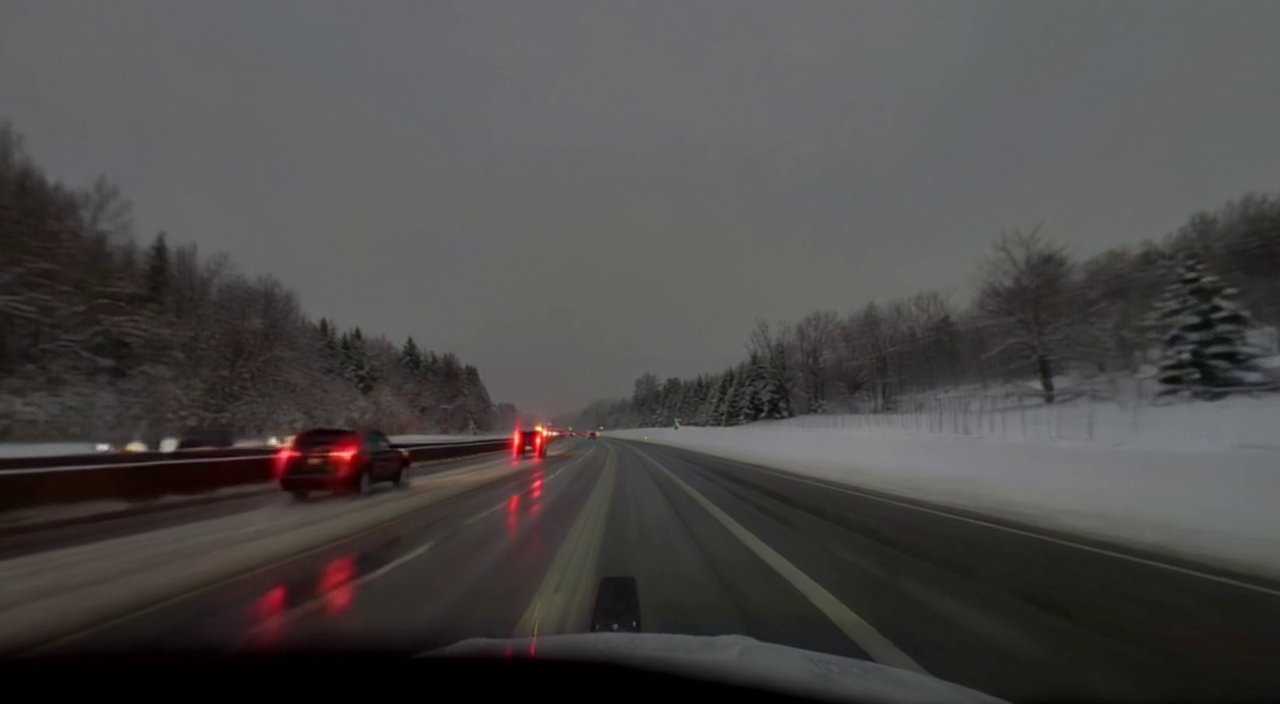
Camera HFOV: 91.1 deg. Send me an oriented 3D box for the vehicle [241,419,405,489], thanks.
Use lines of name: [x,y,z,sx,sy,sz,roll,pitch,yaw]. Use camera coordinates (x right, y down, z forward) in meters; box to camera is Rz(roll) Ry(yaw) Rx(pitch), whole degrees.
vehicle: [-8.421,2.764,17.316,2.148,1.635,4.670,1,-8,-2]

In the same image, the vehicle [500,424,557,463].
vehicle: [-5.288,4.404,30.335,2.007,1.727,4.040,0,-8,-1]

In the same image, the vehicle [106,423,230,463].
vehicle: [-20.013,3.875,26.944,2.038,1.533,4.288,0,-8,-1]
